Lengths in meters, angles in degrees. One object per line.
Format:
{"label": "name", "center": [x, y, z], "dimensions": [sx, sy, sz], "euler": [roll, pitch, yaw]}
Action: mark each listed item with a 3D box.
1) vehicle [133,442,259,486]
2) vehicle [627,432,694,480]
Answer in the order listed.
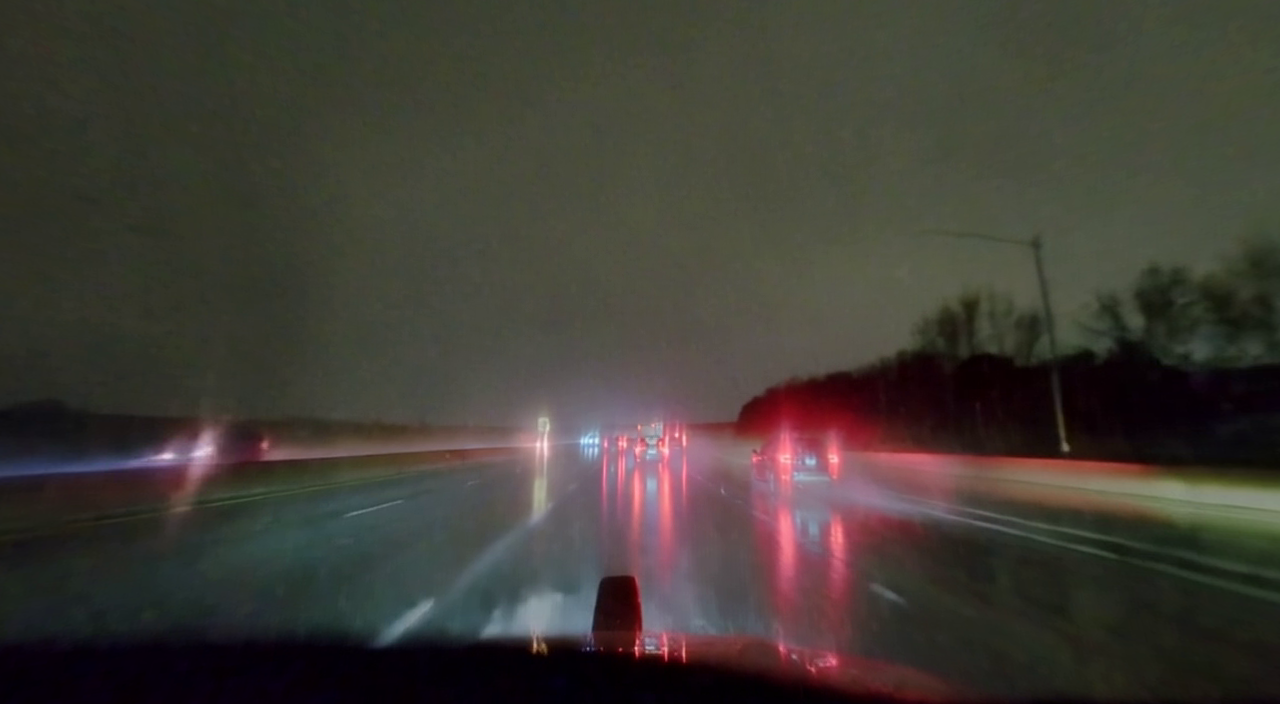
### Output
{"label": "vehicle", "center": [-19.203, 4.820, 27.541], "dimensions": [1.890, 1.677, 5.012], "euler": [0, -8, 0]}
{"label": "vehicle", "center": [0.594, 3.498, 21.450], "dimensions": [2.046, 1.467, 3.844], "euler": [0, -8, -2]}
